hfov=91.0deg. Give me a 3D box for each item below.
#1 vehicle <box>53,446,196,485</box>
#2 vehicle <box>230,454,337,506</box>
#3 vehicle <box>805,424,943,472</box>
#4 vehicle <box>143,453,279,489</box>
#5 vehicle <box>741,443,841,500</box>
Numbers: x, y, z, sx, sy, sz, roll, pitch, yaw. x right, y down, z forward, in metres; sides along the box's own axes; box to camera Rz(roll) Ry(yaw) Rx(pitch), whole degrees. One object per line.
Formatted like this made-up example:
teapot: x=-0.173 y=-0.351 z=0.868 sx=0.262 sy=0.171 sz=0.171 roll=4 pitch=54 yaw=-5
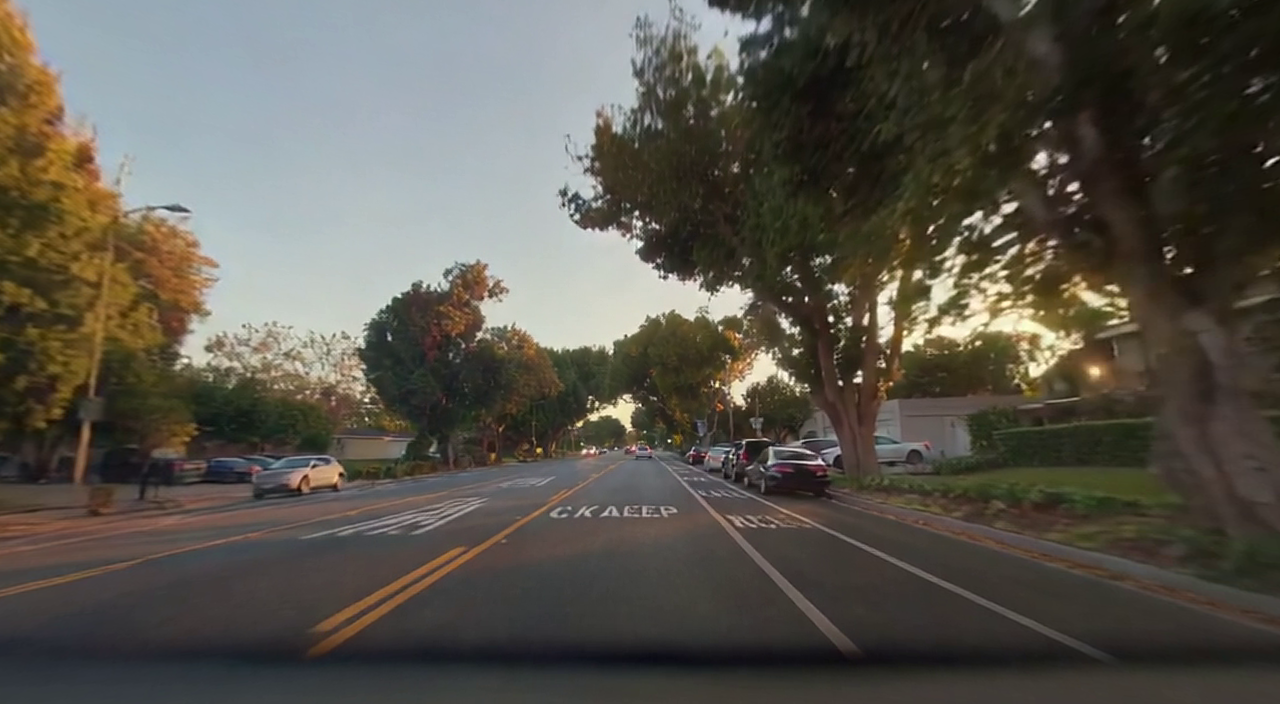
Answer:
vehicle: x=-25.341 y=5.581 z=31.090 sx=5.153 sy=1.806 sz=2.136 roll=0 pitch=-8 yaw=1
vehicle: x=-12.892 y=4.614 z=23.057 sx=1.879 sy=1.491 sz=3.678 roll=-3 pitch=-7 yaw=-1
vehicle: x=10.970 y=4.527 z=29.813 sx=5.561 sy=1.953 sz=2.150 roll=-2 pitch=-8 yaw=-1
vehicle: x=-19.646 y=5.456 z=29.001 sx=4.833 sy=1.500 sz=1.896 roll=0 pitch=-8 yaw=-1
vehicle: x=4.405 y=3.536 z=19.078 sx=1.918 sy=1.510 sz=4.323 roll=0 pitch=-8 yaw=0
